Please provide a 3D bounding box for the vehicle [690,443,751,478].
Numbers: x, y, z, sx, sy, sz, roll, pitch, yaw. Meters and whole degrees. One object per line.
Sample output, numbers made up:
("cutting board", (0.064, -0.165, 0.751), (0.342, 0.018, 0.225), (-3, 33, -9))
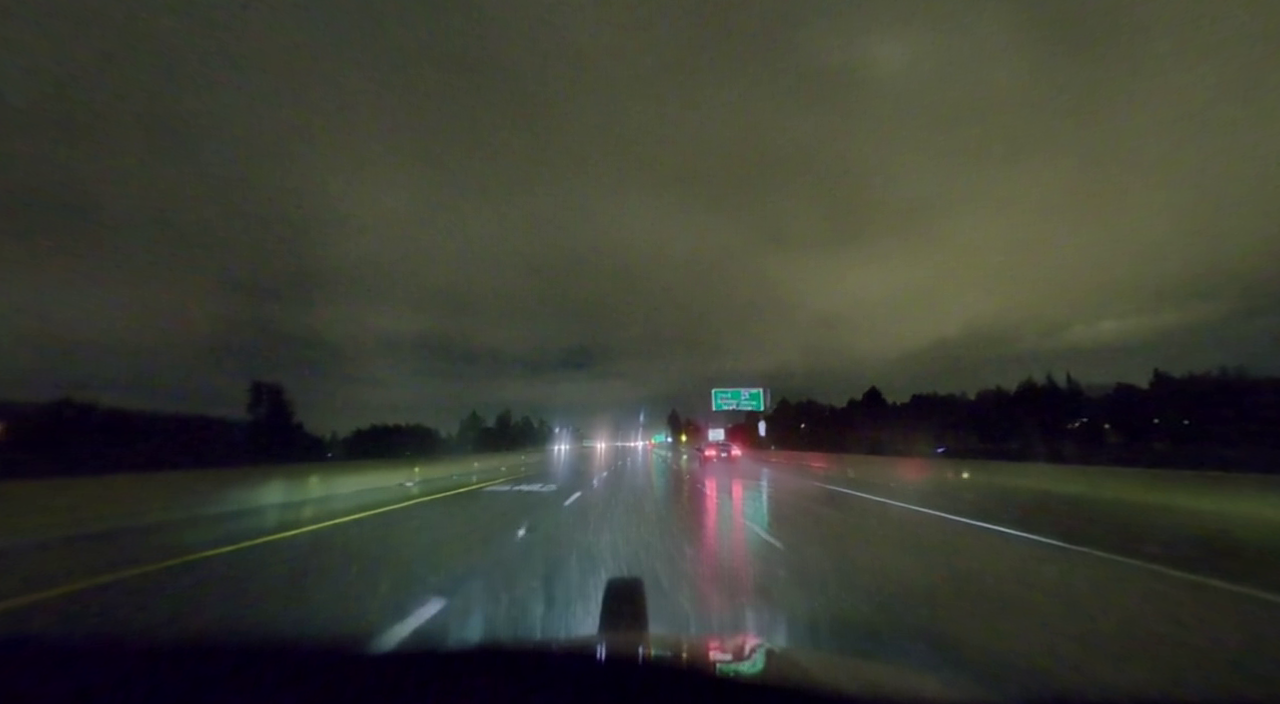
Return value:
("vehicle", (3.613, 4.963, 29.094), (2.193, 1.462, 4.533), (0, -8, -1))
